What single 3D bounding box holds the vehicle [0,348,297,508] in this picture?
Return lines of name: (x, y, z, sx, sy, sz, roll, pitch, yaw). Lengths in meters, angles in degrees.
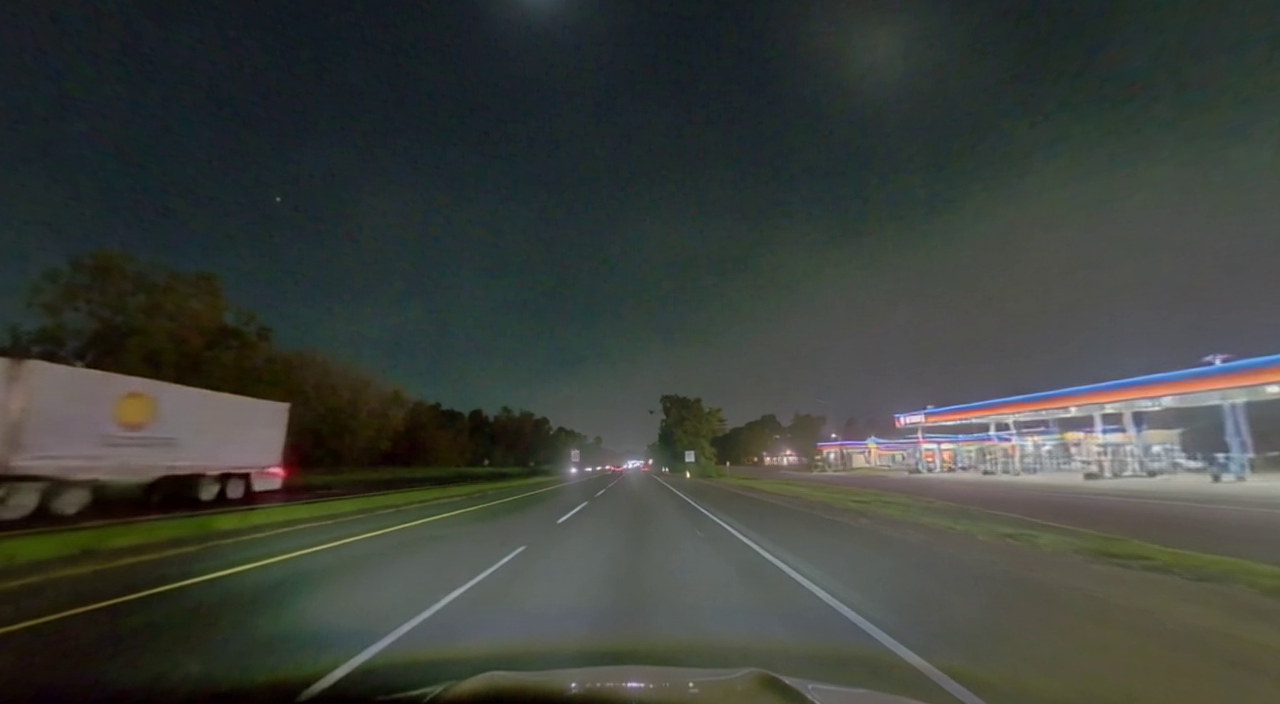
vehicle: (-17.345, 2.988, 21.656, 3.384, 3.839, 13.714, 1, -11, 0)
